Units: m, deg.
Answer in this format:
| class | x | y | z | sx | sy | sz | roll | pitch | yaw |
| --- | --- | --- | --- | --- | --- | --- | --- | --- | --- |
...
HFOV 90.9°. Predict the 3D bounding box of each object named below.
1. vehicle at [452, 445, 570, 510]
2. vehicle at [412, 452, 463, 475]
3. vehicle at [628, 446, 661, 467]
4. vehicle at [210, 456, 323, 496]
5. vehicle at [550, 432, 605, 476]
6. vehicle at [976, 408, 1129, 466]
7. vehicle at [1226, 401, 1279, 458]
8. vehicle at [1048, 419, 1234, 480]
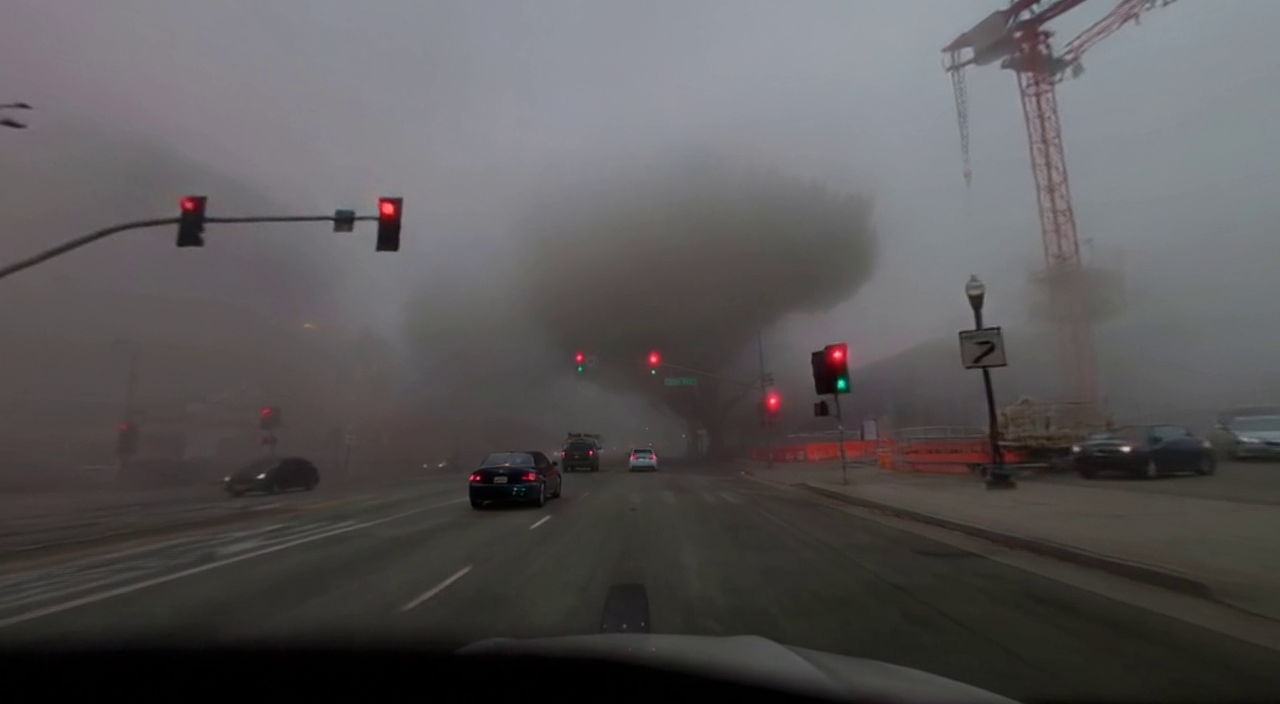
| class | x | y | z | sx | sy | sz | roll | pitch | yaw |
| --- | --- | --- | --- | --- | --- | --- | --- | --- | --- |
| vehicle | -3.094 | 3.117 | 16.171 | 1.959 | 1.406 | 4.527 | -1 | -9 | 2 |
| vehicle | -14.237 | 7.835 | 44.617 | 1.935 | 1.481 | 4.702 | -1 | -9 | 2 |
| vehicle | 0.347 | 7.383 | 44.708 | 2.171 | 1.422 | 4.146 | 0 | -9 | 1 |
| vehicle | -15.101 | 5.011 | 25.819 | 1.879 | 1.450 | 4.279 | -1 | -9 | 2 |
| vehicle | -3.134 | 5.241 | 32.608 | 2.240 | 2.054 | 4.662 | -1 | -9 | 2 |
| vehicle | 12.058 | 2.504 | 18.505 | 3.500 | 1.563 | 1.871 | 2 | -9 | -19 |
| vehicle | 23.521 | 2.920 | 23.400 | 2.304 | 1.936 | 5.023 | -8 | -11 | 41 |
| vehicle | 13.316 | 2.546 | 16.805 | 4.061 | 1.465 | 1.803 | 2 | -8 | -17 |
